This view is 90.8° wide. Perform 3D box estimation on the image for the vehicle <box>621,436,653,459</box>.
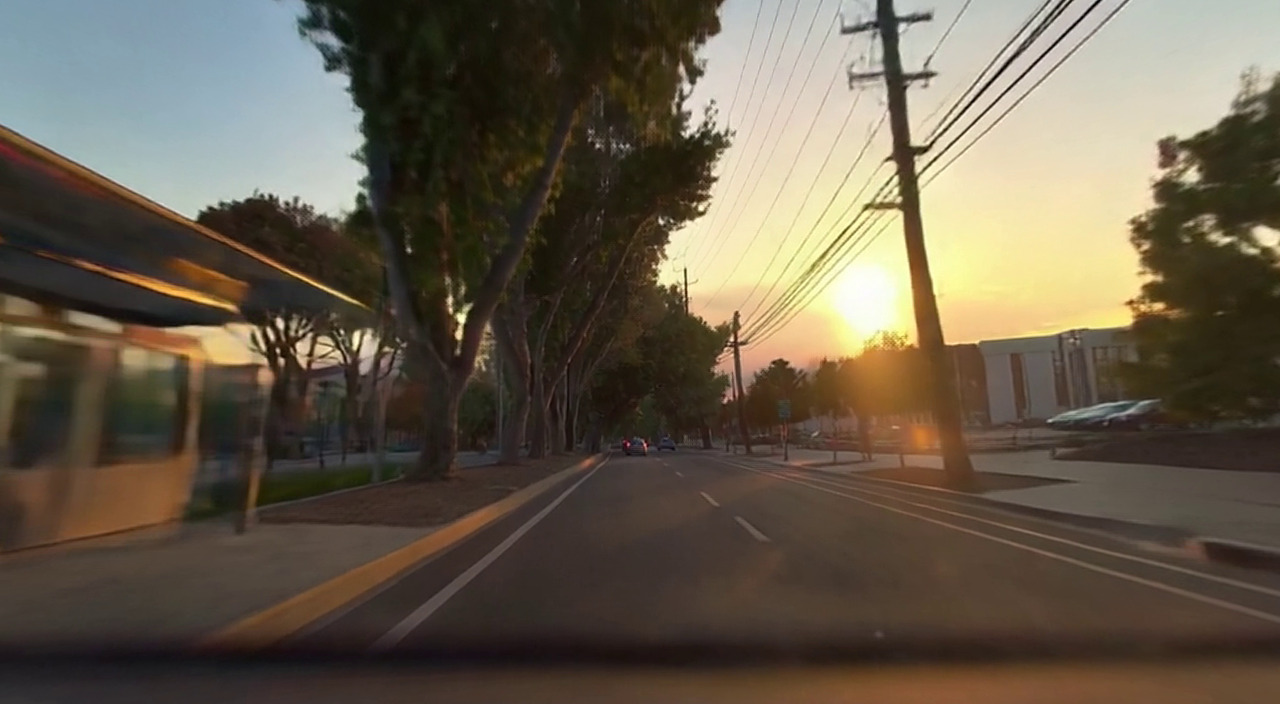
[{"bbox_3d":[-0.234,6.482,42.981,2.109,1.501,4.042,0,-8,-1],"label":"vehicle"}]
